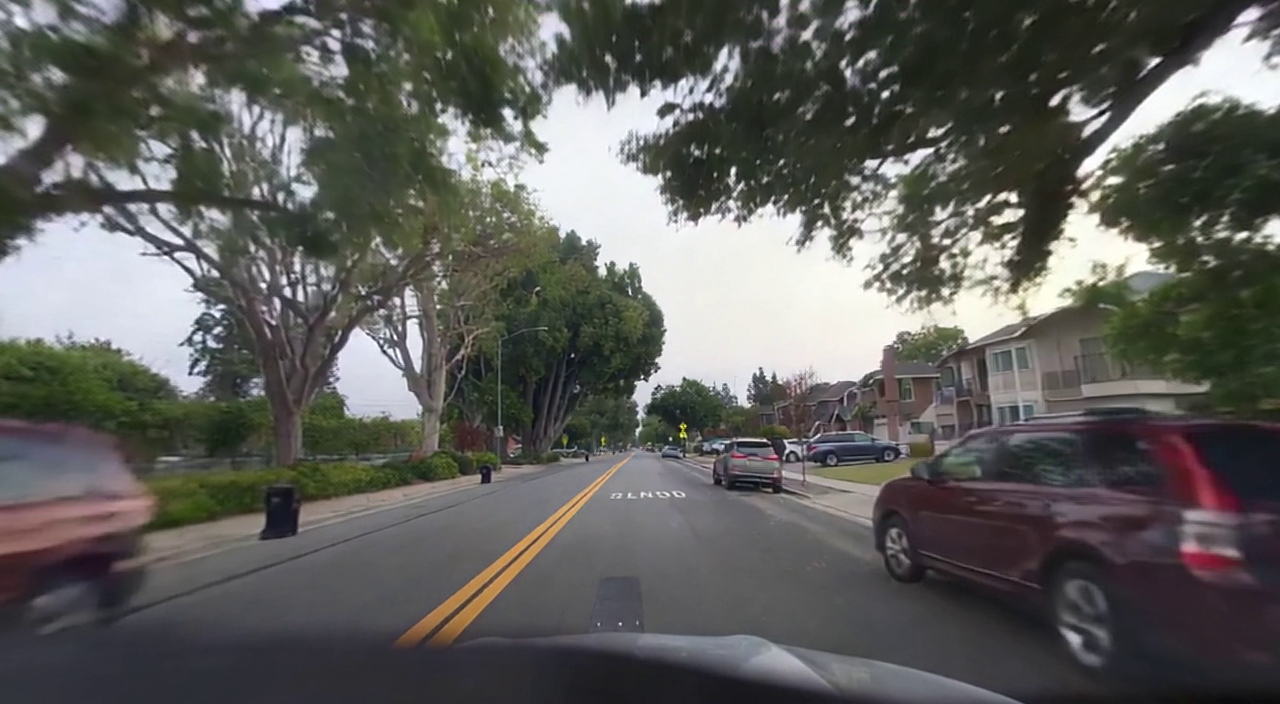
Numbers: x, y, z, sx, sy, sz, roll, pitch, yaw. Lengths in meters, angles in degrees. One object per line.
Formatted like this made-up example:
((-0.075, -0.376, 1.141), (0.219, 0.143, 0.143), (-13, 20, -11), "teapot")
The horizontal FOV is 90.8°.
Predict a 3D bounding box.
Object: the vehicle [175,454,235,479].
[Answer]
((-29.097, 7.597, 42.206), (4.558, 1.495, 1.925), (-7, -11, 38), "vehicle")

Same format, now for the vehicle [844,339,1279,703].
((3.494, 1.174, 4.767), (2.125, 1.772, 4.629), (0, -9, -3), "vehicle")

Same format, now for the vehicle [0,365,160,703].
((-4.572, 0.936, 2.463), (2.074, 1.836, 4.365), (-6, -9, -1), "vehicle")

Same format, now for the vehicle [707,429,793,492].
((3.443, 3.502, 20.682), (1.949, 1.807, 4.224), (0, -9, -1), "vehicle")
